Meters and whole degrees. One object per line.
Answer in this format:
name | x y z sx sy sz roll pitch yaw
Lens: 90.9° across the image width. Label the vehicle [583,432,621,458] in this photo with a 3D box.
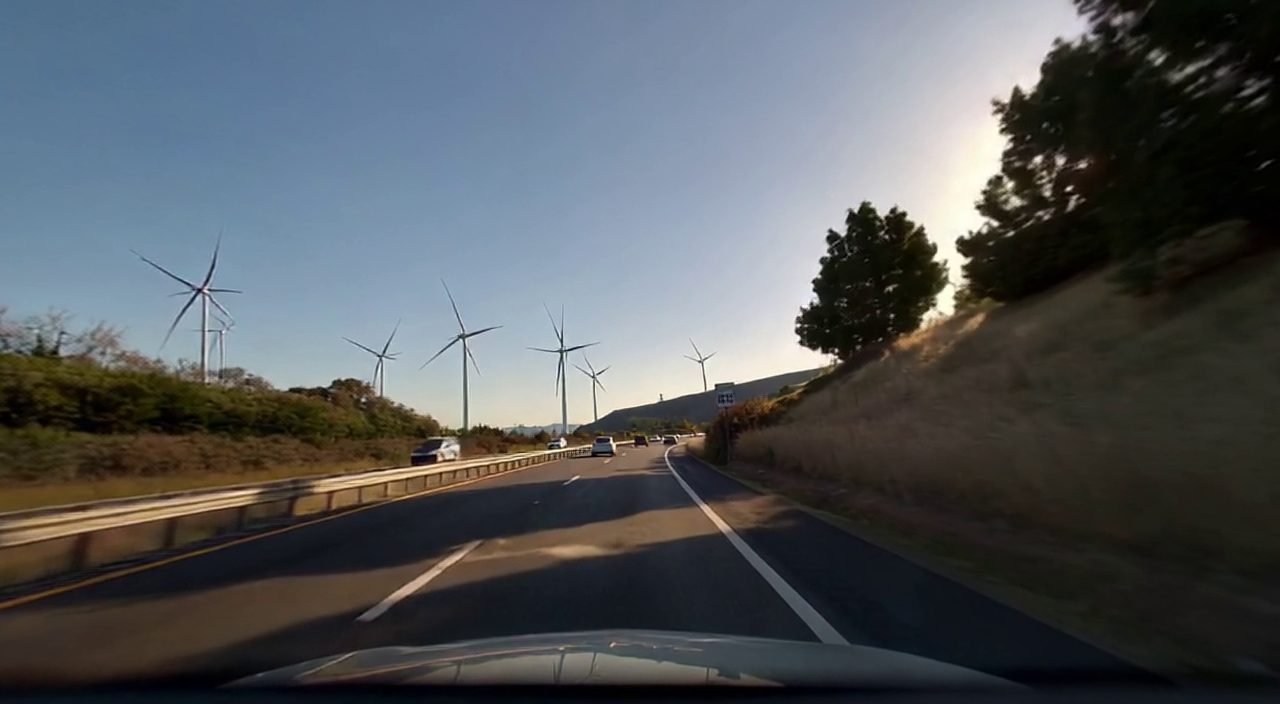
vehicle | -2.494 6.223 42.272 2.123 1.629 4.180 0 -8 2
